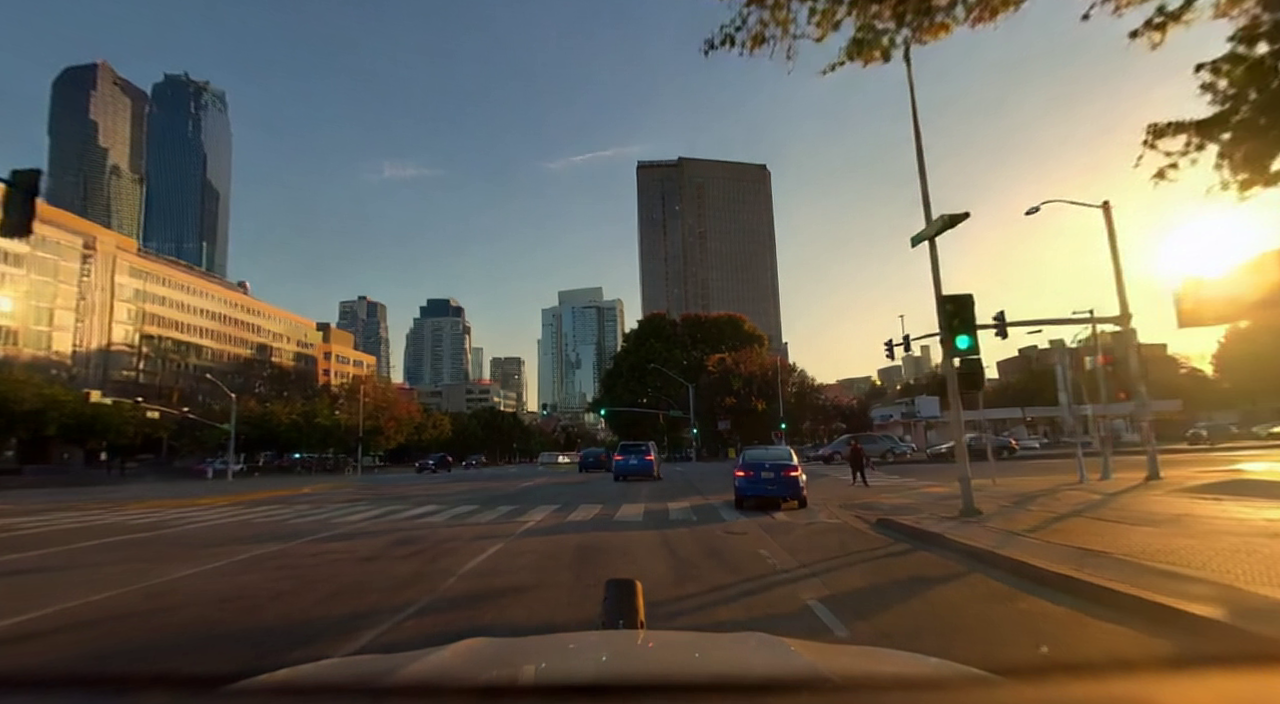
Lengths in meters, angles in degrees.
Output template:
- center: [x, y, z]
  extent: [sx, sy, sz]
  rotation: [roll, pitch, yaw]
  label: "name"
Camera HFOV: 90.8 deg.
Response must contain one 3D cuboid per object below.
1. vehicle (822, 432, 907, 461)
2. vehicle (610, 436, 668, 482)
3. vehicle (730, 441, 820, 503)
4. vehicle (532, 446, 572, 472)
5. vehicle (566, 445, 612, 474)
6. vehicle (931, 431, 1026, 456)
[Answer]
- center: [13.746, 5.807, 38.908]
  extent: [4.524, 1.681, 1.823]
  rotation: [0, -9, -1]
  label: "vehicle"
- center: [0.002, 4.439, 26.433]
  extent: [2.210, 1.722, 4.215]
  rotation: [0, -9, 1]
  label: "vehicle"
- center: [3.846, 3.229, 17.467]
  extent: [1.976, 1.462, 4.342]
  rotation: [-3, -9, 17]
  label: "vehicle"
- center: [-6.042, 7.371, 43.917]
  extent: [2.018, 1.692, 4.226]
  rotation: [-1, -9, 2]
  label: "vehicle"
- center: [-2.751, 5.905, 34.868]
  extent: [2.003, 1.492, 4.291]
  rotation: [-1, -9, 3]
  label: "vehicle"
- center: [20.625, 5.603, 38.630]
  extent: [4.700, 1.417, 1.789]
  rotation: [-1, -9, 2]
  label: "vehicle"
